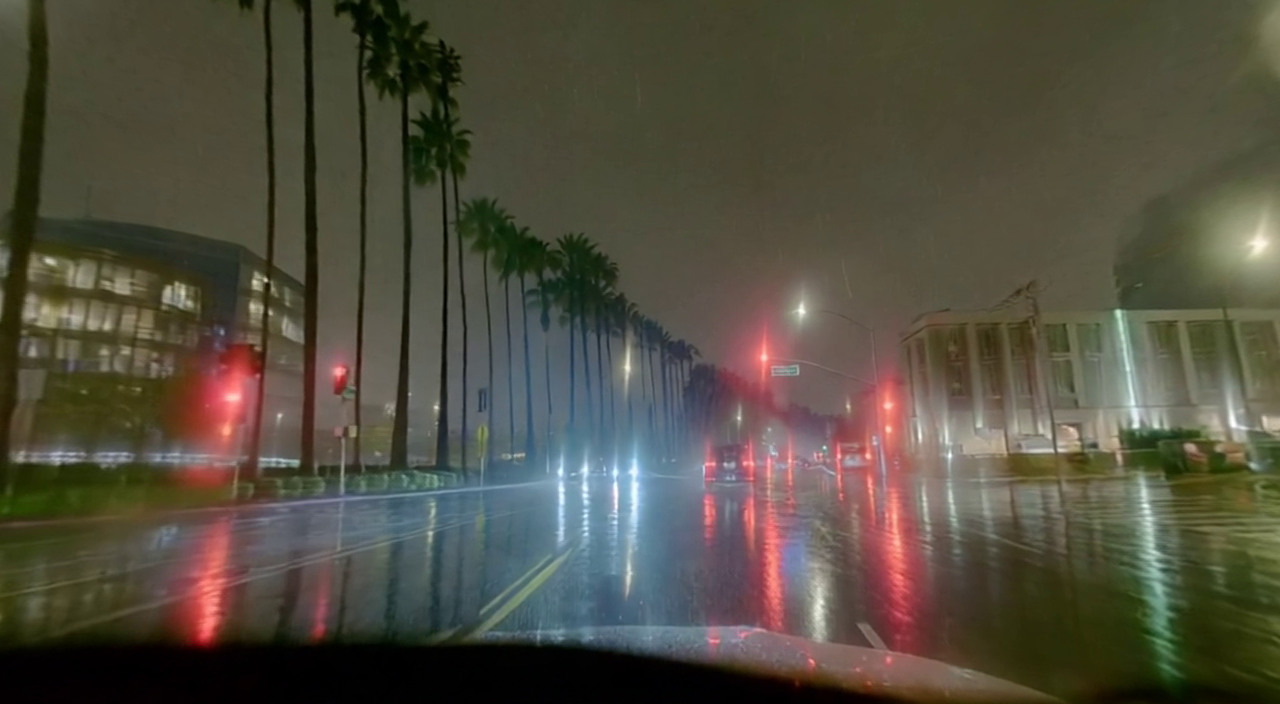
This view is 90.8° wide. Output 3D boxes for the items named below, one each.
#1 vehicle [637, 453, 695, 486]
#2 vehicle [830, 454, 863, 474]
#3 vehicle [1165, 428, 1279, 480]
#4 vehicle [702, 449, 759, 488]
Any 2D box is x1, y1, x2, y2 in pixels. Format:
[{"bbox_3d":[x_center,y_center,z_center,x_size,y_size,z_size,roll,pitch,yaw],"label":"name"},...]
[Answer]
[{"bbox_3d":[1.332,5.609,30.510,2.048,1.418,4.177,-2,-9,13],"label":"vehicle"},{"bbox_3d":[15.826,8.571,48.514,1.983,1.457,4.220,-2,-9,13],"label":"vehicle"},{"bbox_3d":[23.797,3.983,24.778,5.049,1.861,2.081,2,-9,-12],"label":"vehicle"},{"bbox_3d":[3.979,4.975,27.345,2.096,1.492,4.071,-2,-9,12],"label":"vehicle"}]
